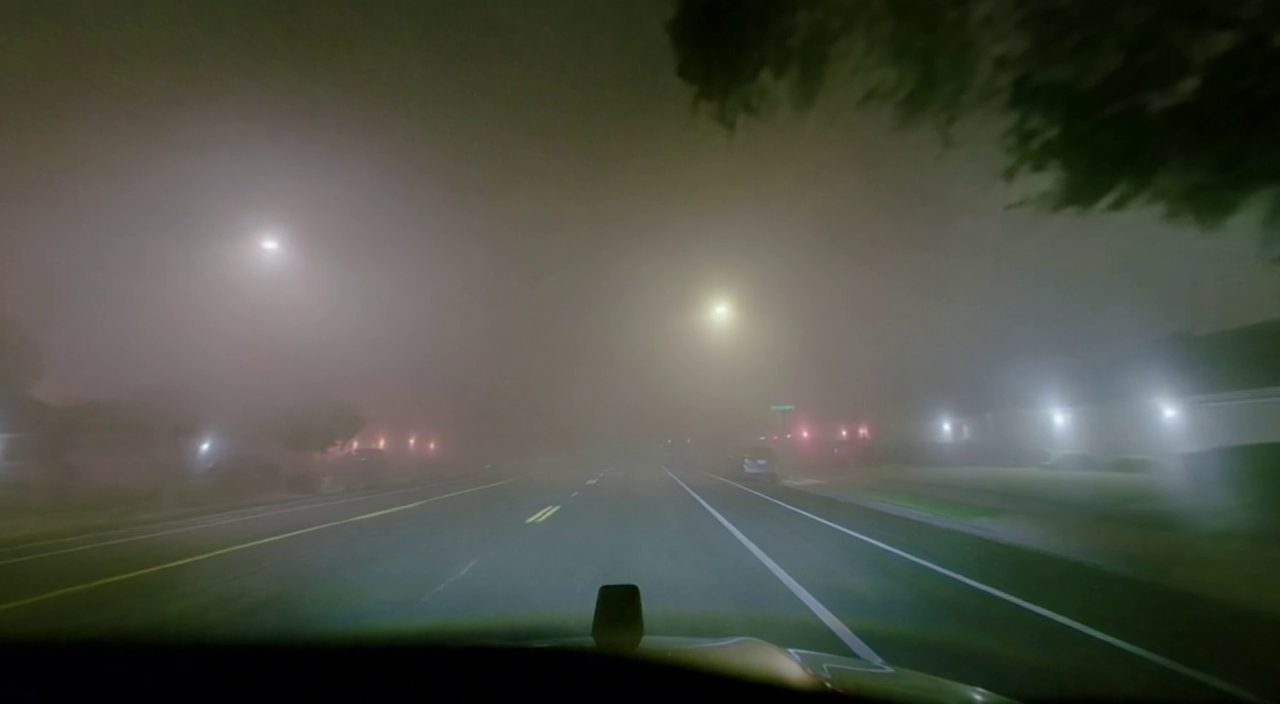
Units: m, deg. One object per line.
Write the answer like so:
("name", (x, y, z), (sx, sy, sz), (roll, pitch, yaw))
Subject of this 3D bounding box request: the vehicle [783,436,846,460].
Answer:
("vehicle", (13.584, 7.526, 49.232), (4.577, 1.770, 2.006), (-3, -9, 18))

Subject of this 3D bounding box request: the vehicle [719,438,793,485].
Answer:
("vehicle", (4.839, 4.669, 27.148), (2.196, 1.801, 4.778), (0, -9, -1))

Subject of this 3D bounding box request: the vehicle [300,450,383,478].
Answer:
("vehicle", (-20.674, 7.740, 43.893), (4.698, 1.862, 2.116), (-1, -9, 2))

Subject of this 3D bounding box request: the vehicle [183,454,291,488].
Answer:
("vehicle", (-21.140, 6.242, 33.284), (4.272, 1.688, 1.990), (0, -9, -1))

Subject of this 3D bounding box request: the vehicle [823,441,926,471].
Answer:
("vehicle", (12.143, 5.414, 32.889), (4.577, 1.490, 1.903), (0, -8, 0))
